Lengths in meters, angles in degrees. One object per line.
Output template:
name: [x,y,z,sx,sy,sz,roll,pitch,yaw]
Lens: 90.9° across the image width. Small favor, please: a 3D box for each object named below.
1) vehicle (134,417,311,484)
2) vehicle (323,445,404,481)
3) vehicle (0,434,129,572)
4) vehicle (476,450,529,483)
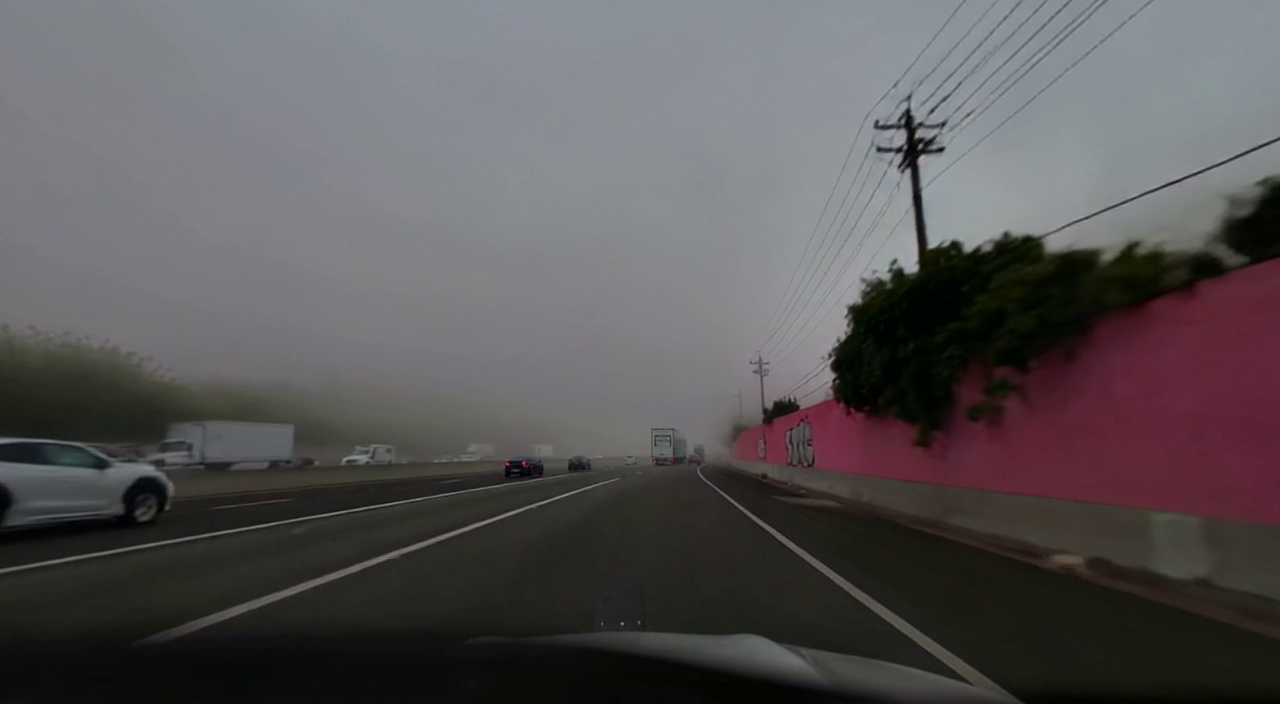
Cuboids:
vehicle: [-26.621,6.455,41.410,2.905,3.731,11.444,-1,-9,6]
vehicle: [-18.373,7.406,42.271,2.343,2.256,5.619,-1,-9,6]
vehicle: [-8.337,1.701,7.008,1.966,1.565,3.766,-1,-9,4]
vehicle: [-6.646,5.558,30.784,1.708,1.489,2.840,-1,-9,5]
